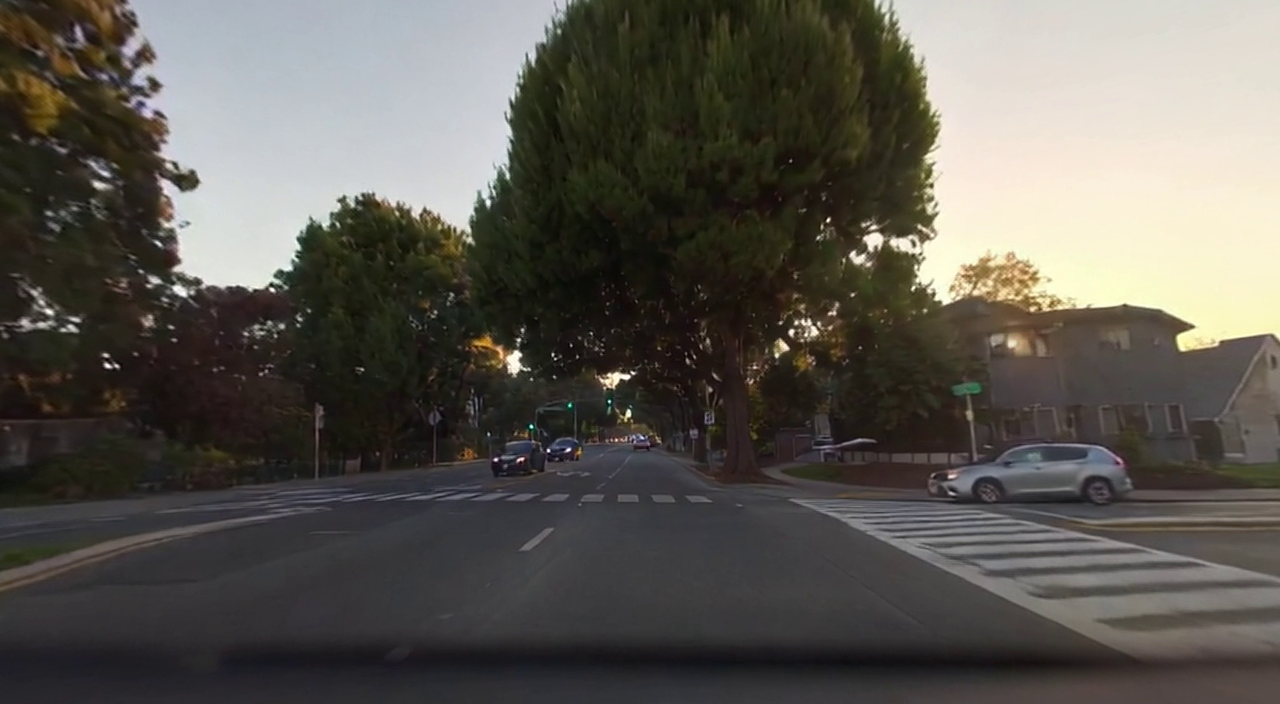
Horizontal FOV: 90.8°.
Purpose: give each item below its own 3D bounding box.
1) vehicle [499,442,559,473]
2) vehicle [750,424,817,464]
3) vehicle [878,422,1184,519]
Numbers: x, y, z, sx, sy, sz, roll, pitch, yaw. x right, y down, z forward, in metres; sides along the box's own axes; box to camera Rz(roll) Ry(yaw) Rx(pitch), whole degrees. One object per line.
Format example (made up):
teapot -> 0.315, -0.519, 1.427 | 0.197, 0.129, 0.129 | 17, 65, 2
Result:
vehicle -> -5.570, 5.338, 32.200 | 2.078, 1.467, 4.376 | 0, -8, 2
vehicle -> 8.495, 5.561, 38.105 | 2.649, 2.151, 6.555 | 0, -8, 1
vehicle -> 7.784, 2.418, 13.326 | 4.906, 1.729, 2.414 | -2, -9, 16
